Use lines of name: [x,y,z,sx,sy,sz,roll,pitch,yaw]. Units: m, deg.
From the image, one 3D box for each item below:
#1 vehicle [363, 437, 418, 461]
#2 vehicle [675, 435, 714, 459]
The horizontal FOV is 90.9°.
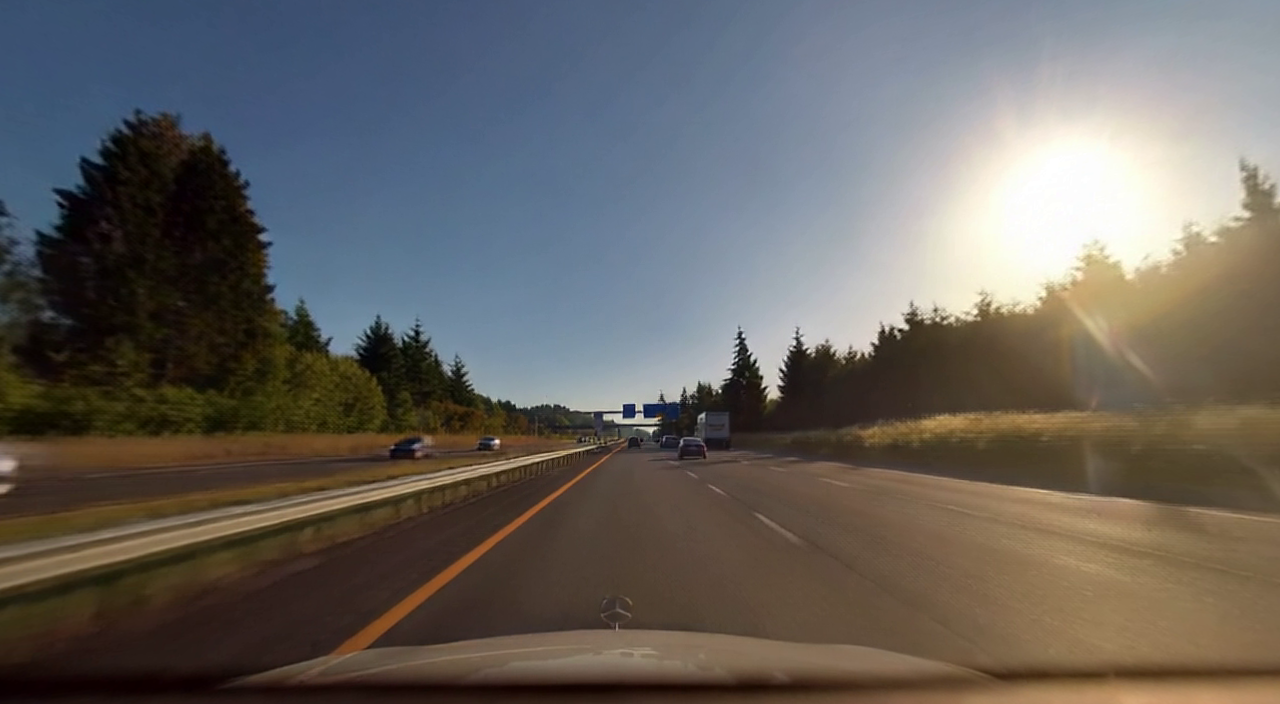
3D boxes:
vehicle: [-17.024,6.597,43.205,1.972,1.537,4.368,0,-8,0]
vehicle: [3.555,6.295,41.972,1.986,1.501,4.529,0,-8,-2]
